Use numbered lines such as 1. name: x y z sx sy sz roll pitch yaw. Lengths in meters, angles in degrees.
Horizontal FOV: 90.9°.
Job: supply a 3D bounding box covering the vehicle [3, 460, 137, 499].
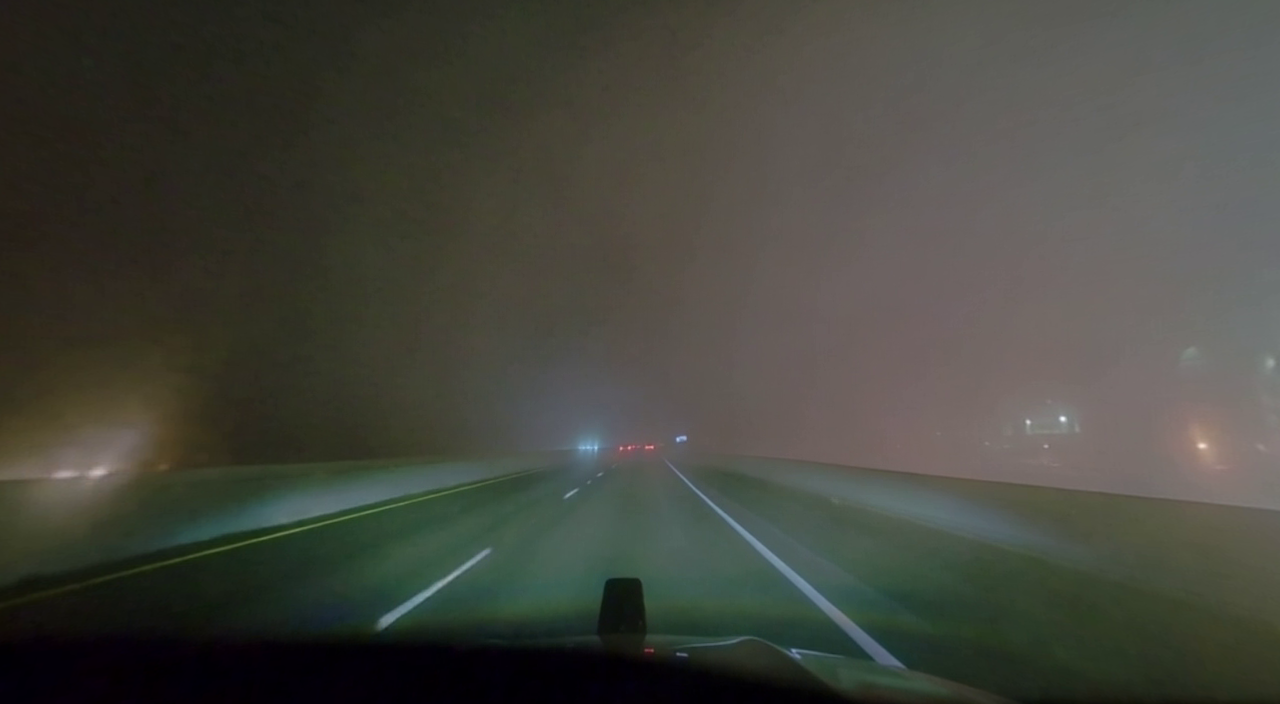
1. vehicle: -25.919 5.785 28.940 1.909 1.472 4.517 0 -8 0
